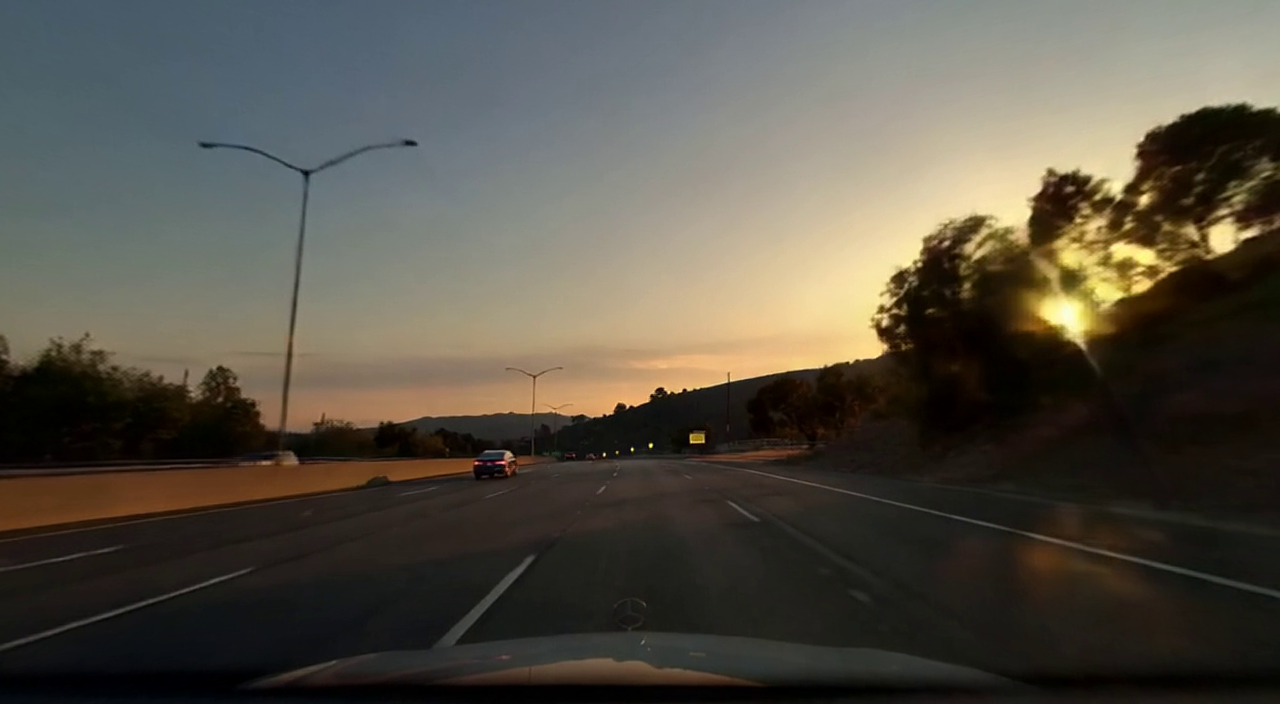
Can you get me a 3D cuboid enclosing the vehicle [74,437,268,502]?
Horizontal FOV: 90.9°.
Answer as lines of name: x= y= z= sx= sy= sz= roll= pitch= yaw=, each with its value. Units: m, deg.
vehicle: x=-13.847 y=3.470 z=19.126 sx=2.118 sy=1.707 sz=4.846 roll=0 pitch=-8 yaw=0
